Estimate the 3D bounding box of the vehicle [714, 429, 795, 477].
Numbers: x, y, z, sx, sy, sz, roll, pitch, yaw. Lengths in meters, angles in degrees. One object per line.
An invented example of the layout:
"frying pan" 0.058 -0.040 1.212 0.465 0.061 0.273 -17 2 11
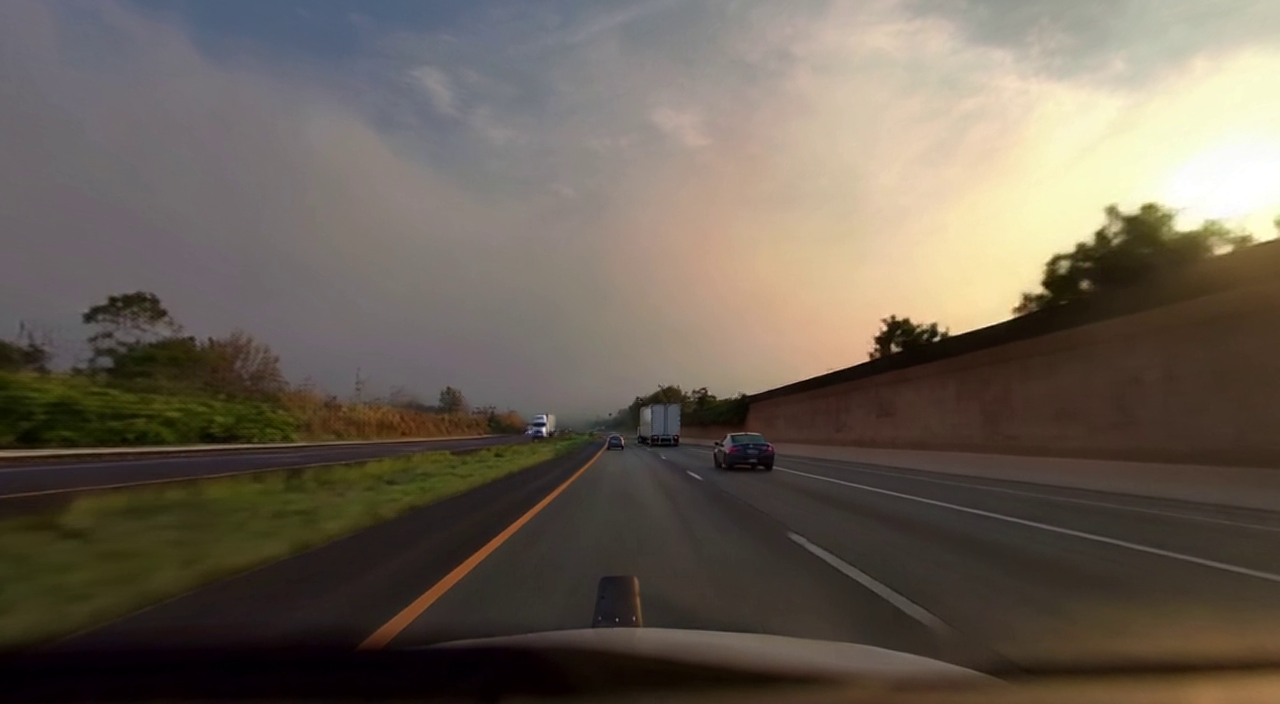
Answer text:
"vehicle" 3.779 3.393 21.588 1.813 1.454 4.197 0 -7 -3
